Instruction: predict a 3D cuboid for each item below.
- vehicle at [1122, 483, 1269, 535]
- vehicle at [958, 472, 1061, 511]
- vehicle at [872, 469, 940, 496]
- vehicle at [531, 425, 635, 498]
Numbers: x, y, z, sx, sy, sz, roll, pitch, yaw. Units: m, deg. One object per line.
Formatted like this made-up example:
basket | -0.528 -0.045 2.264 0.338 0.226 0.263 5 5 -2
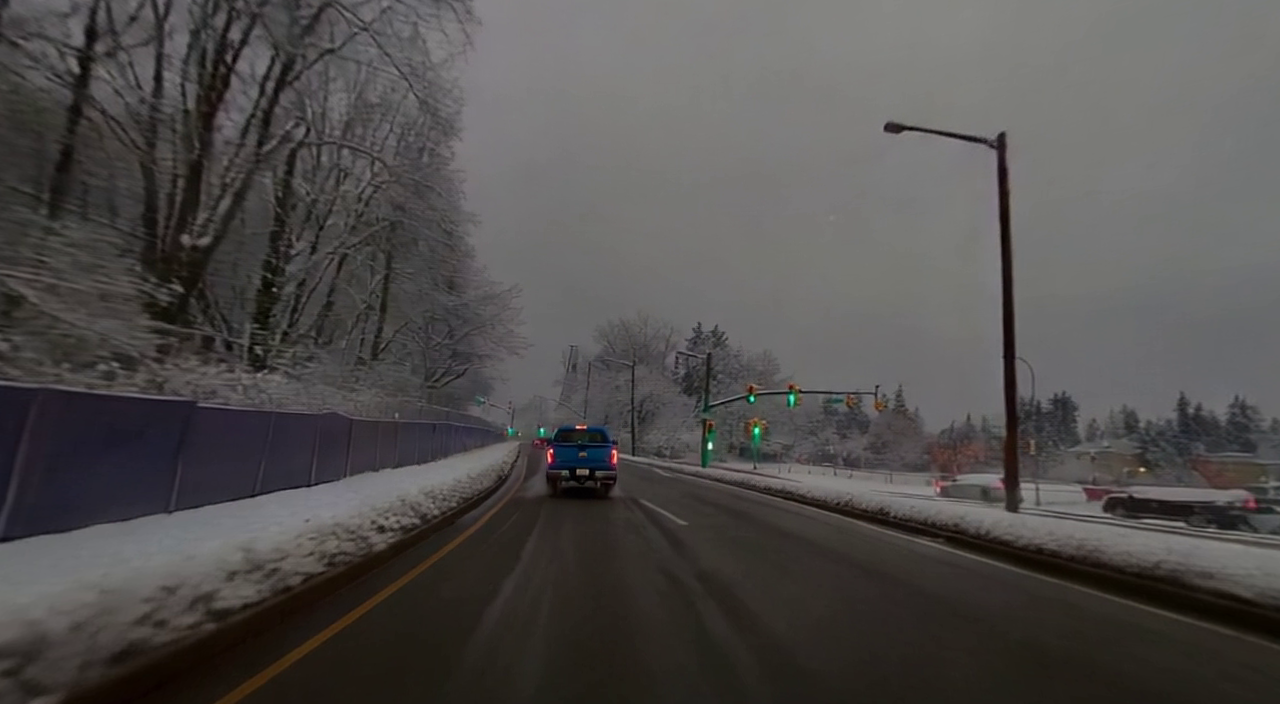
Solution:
vehicle | 23.233 6.551 26.658 1.841 1.673 4.470 1 -8 -7
vehicle | 18.406 6.955 31.734 1.884 1.622 4.485 3 -10 -11
vehicle | 16.955 8.339 40.463 1.808 1.467 4.360 4 -10 -12
vehicle | -1.554 2.964 17.544 2.436 1.698 5.322 0 -8 -5
